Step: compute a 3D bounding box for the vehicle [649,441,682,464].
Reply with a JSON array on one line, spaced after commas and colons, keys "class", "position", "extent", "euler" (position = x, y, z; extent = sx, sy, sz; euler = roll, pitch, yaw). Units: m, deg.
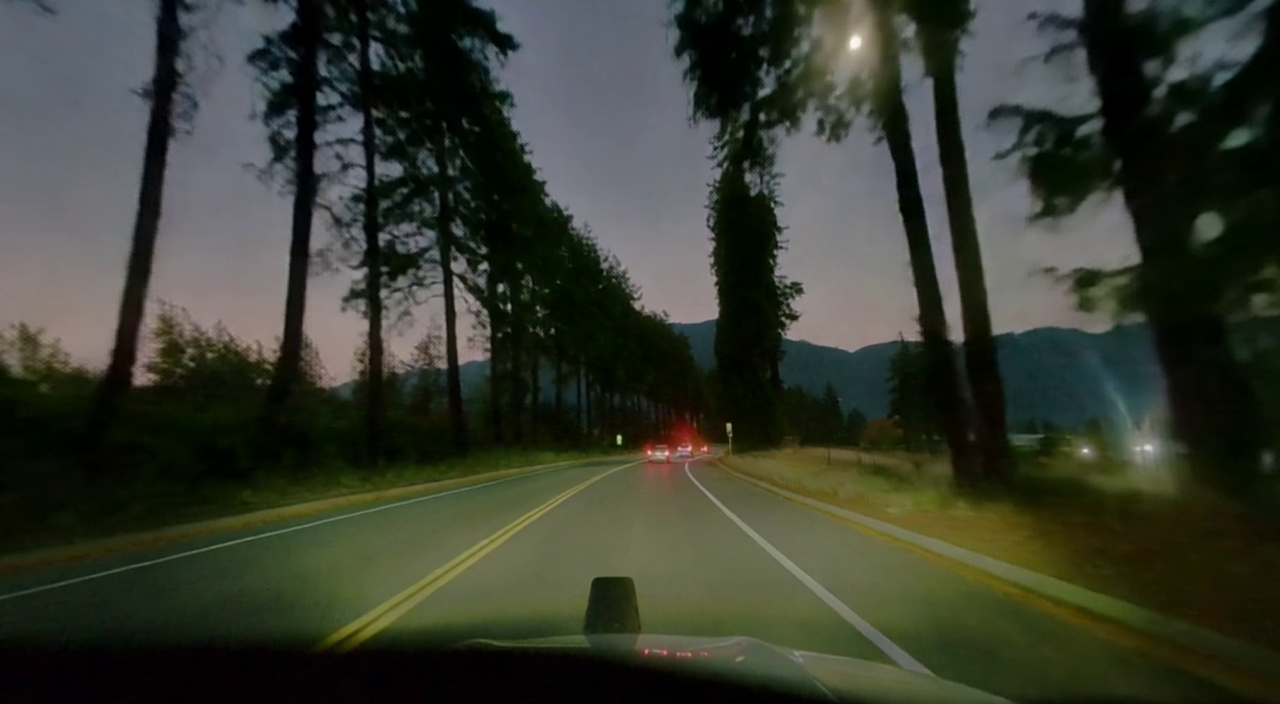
[{"class": "vehicle", "position": [1.798, 6.847, 42.985], "extent": [2.071, 1.474, 4.047], "euler": [-1, -8, 5]}]
